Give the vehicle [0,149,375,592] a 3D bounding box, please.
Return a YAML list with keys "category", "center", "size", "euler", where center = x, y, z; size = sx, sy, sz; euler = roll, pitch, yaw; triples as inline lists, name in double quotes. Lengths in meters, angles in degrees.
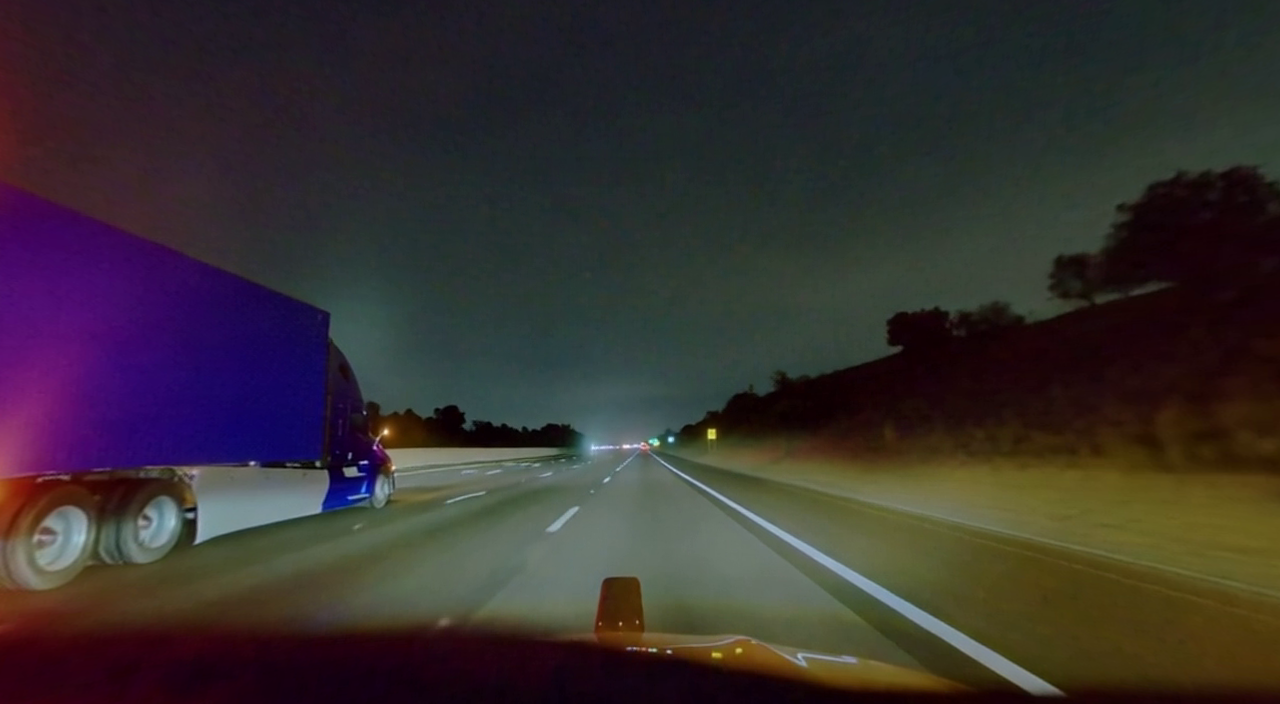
- category: "vehicle"
  center: [-7.181, 0.614, 8.665]
  size: [2.996, 3.947, 8.600]
  euler: [0, -9, 2]
